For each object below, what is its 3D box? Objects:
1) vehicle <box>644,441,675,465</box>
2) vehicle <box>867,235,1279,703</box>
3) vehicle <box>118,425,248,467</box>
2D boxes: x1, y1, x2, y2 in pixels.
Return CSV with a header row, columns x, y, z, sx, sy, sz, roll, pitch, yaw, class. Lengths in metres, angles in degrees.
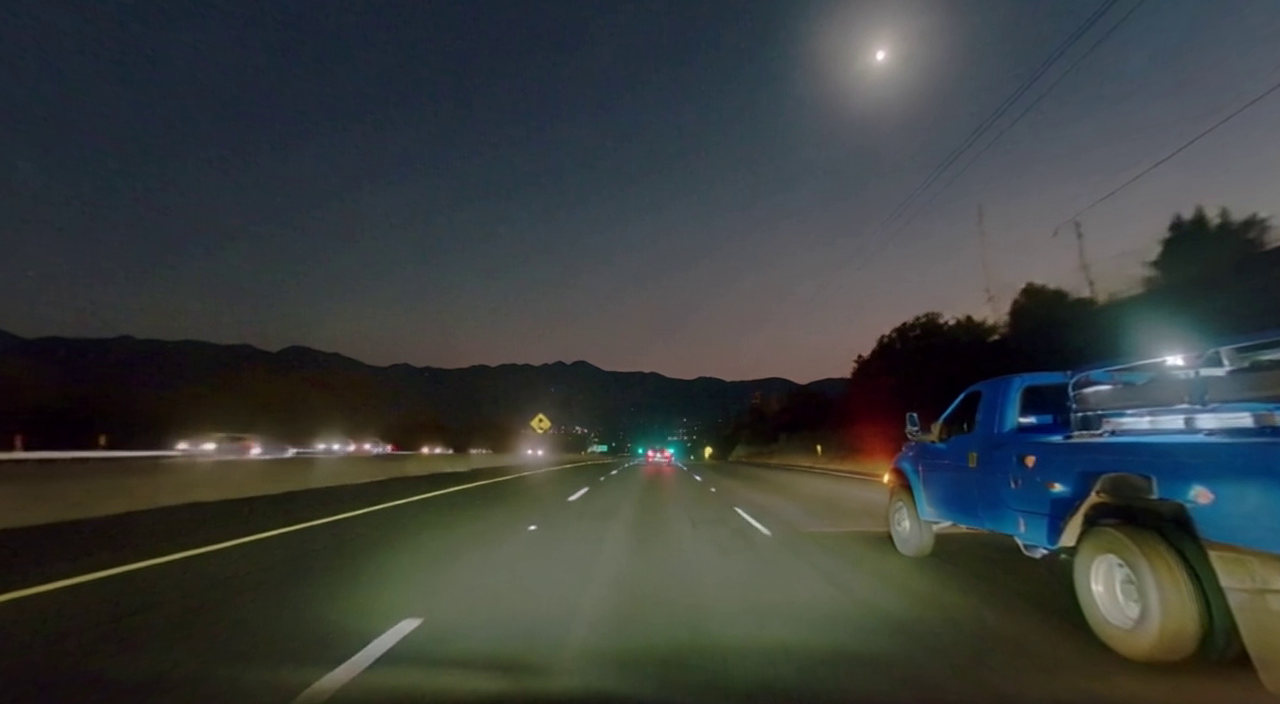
x,y,z,sx,sy,sz,roll,pitch,yaw,class
1.333,7.087,44.174,2.034,1.549,4.147,0,-9,0,vehicle
3.881,0.849,3.886,2.538,2.228,6.370,0,-9,0,vehicle
-25.288,5.278,35.182,2.321,2.109,6.362,0,-9,2,vehicle
